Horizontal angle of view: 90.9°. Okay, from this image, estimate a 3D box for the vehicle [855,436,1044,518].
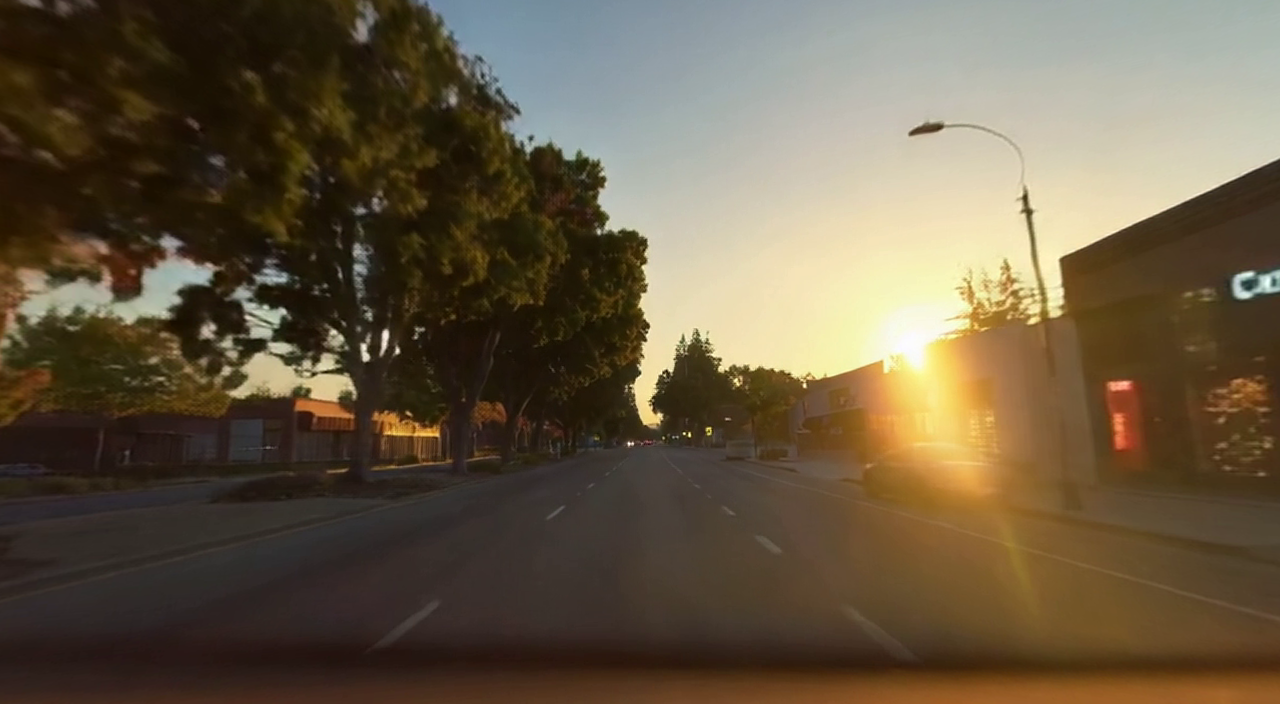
[{"bbox_3d":[6.618,2.675,14.210,1.923,1.498,4.676,1,-8,0],"label":"vehicle"}]
